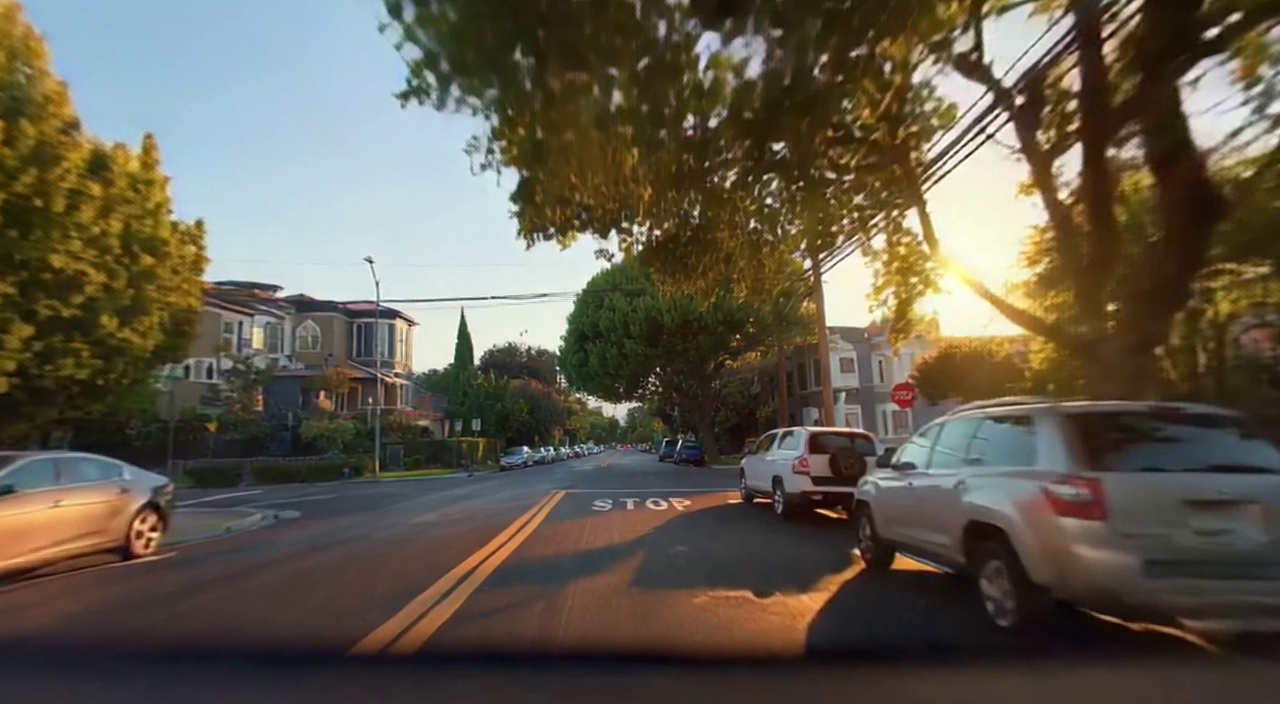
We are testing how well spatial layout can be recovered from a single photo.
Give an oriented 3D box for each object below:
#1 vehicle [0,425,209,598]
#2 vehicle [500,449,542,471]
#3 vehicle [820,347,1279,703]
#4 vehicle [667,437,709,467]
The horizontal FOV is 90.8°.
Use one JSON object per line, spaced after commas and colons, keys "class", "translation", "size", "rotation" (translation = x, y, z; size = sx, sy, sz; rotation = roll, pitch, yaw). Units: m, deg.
{"class": "vehicle", "translation": [-7.250, 1.791, 6.967], "size": [1.980, 1.664, 4.342], "rotation": [-5, -11, 0]}
{"class": "vehicle", "translation": [-7.450, 6.774, 39.932], "size": [1.926, 1.307, 3.909], "rotation": [0, -9, 0]}
{"class": "vehicle", "translation": [3.184, 1.175, 5.390], "size": [1.993, 1.778, 4.311], "rotation": [0, -9, 0]}
{"class": "vehicle", "translation": [2.874, 6.133, 38.814], "size": [2.114, 1.708, 4.474], "rotation": [0, -9, -1]}
